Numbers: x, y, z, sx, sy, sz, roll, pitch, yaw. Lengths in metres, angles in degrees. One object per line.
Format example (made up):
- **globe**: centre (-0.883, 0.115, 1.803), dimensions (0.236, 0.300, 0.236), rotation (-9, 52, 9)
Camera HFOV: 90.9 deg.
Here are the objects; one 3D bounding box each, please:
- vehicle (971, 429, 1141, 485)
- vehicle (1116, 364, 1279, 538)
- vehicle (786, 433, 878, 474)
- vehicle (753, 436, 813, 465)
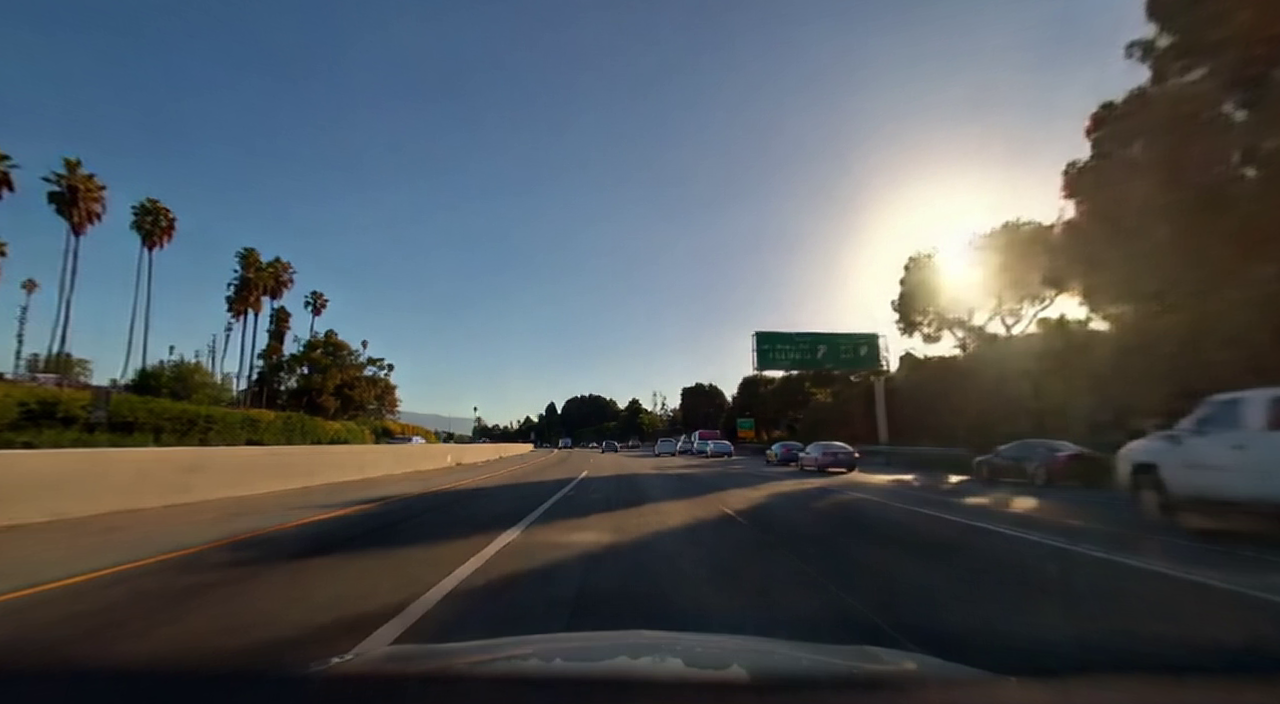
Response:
- **vehicle**: centre (12.410, 3.158, 19.295), dimensions (1.846, 1.480, 4.752), rotation (0, -8, -2)
- **vehicle**: centre (8.645, 0.989, 6.317), dimensions (2.622, 1.977, 6.537), rotation (-1, -8, 0)
- **vehicle**: centre (7.649, 4.102, 25.642), dimensions (2.110, 1.481, 4.511), rotation (0, -8, -3)
- **vehicle**: centre (7.638, 5.305, 34.146), dimensions (1.947, 1.452, 4.696), rotation (0, -8, -3)
